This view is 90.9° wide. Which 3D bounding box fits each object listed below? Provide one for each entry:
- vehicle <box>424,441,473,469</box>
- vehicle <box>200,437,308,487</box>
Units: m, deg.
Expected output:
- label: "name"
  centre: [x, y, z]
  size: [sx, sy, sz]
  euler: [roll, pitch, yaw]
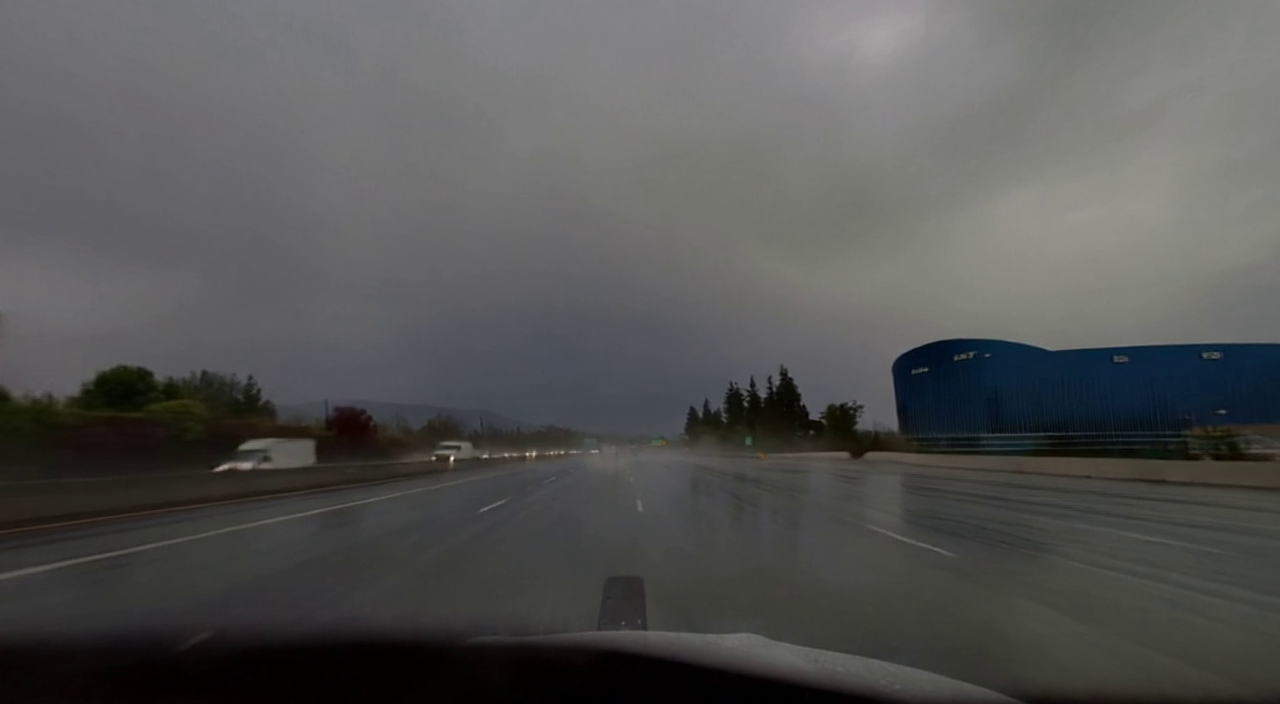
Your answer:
- label: "vehicle"
  centre: [-14.138, 7.608, 46.778]
  size: [2.125, 1.915, 4.942]
  euler: [0, -9, -1]
- label: "vehicle"
  centre: [-22.338, 6.399, 36.949]
  size: [2.365, 2.606, 6.439]
  euler: [0, -9, -1]
